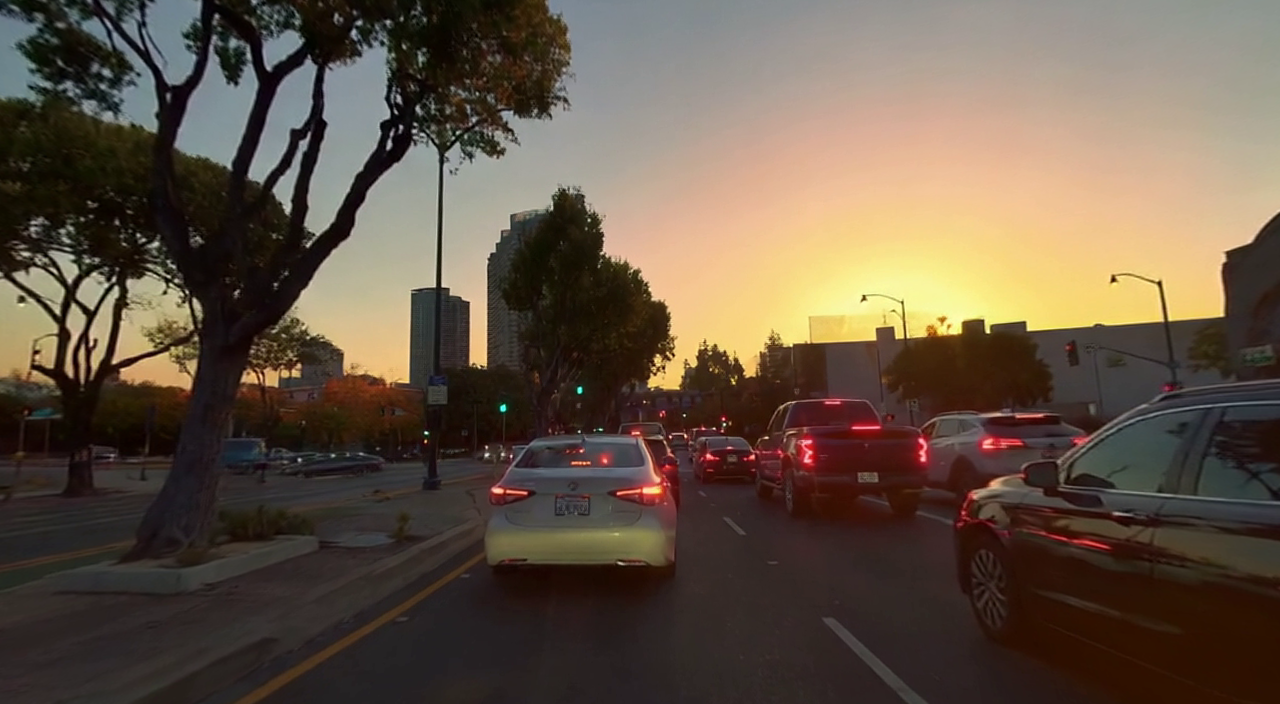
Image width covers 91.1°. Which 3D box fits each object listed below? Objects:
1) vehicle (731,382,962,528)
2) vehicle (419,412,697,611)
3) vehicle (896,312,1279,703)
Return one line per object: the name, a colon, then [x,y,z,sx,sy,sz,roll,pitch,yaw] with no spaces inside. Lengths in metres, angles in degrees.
vehicle: [3.524,1.967,12.413,2.497,2.186,5.890,0,-8,0]
vehicle: [-0.608,1.557,7.097,2.172,1.536,4.250,0,-8,1]
vehicle: [3.168,0.843,2.837,2.024,1.723,4.714,0,-8,0]
